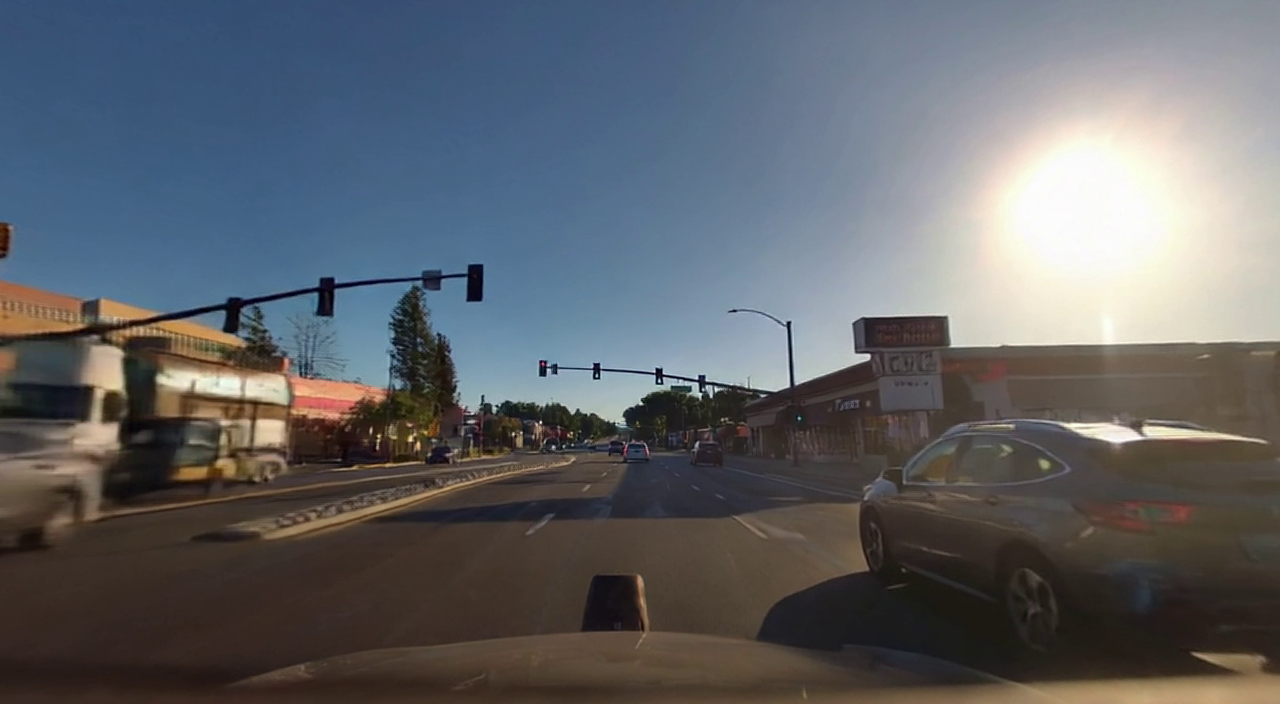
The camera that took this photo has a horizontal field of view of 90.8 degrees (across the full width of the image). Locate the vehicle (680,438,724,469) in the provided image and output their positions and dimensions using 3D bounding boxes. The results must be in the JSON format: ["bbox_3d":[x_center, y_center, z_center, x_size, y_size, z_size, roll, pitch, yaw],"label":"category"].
[{"bbox_3d":[3.525,5.929,36.907,2.085,1.668,4.077,0,-9,-1],"label":"vehicle"}]

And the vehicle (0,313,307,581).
[{"bbox_3d":[-7.258,1.297,8.846,2.334,2.525,5.893,0,-9,-5],"label":"vehicle"}]

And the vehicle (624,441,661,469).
[{"bbox_3d":[0.084,6.000,36.909,2.023,1.532,3.891,0,-9,-2],"label":"vehicle"}]

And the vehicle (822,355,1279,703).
[{"bbox_3d":[3.041,1.170,4.778,1.969,1.682,4.387,0,-9,0],"label":"vehicle"}]
